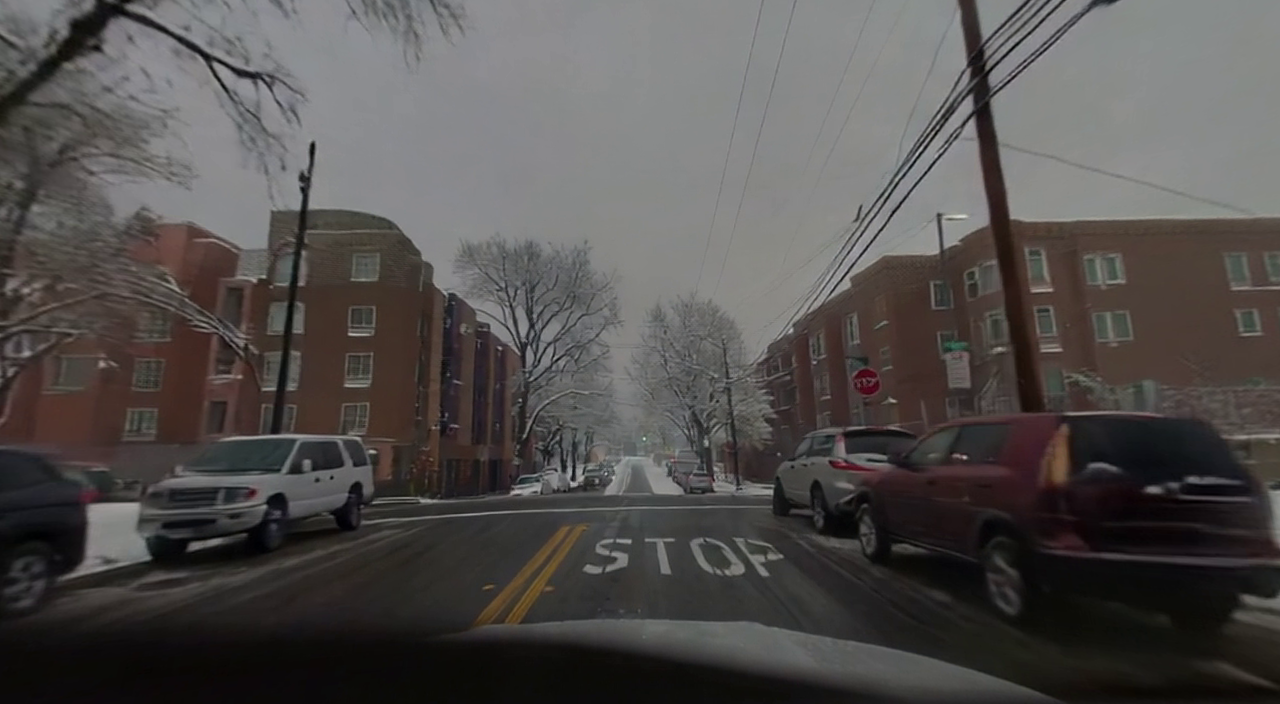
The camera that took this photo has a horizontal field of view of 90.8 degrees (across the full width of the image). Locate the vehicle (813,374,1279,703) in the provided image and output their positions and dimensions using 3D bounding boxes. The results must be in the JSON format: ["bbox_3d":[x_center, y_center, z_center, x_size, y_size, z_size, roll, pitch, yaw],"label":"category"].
[{"bbox_3d":[3.341,1.291,5.417,2.154,1.699,4.591,0,-8,-4],"label":"vehicle"}]

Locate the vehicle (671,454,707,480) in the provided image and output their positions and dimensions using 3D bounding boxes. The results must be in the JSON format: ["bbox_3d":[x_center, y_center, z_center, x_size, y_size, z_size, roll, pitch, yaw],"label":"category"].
[{"bbox_3d":[3.383,8.052,44.425,2.051,1.526,4.673,0,-7,-2],"label":"vehicle"}]

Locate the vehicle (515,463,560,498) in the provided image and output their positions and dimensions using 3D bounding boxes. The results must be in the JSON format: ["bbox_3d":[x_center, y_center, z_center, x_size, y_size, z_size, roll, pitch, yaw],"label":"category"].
[{"bbox_3d":[-5.887,7.427,36.797,1.987,1.662,4.141,-2,-8,-1],"label":"vehicle"}]

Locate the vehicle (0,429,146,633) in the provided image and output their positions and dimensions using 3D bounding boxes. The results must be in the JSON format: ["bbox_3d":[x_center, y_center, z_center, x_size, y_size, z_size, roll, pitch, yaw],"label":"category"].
[{"bbox_3d":[-6.283,1.396,4.460,2.069,1.647,4.359,-2,-8,0],"label":"vehicle"}]

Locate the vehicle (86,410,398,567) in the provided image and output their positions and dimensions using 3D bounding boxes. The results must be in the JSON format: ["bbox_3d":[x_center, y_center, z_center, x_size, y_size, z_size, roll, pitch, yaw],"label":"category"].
[{"bbox_3d":[-6.120,2.204,10.752,2.076,1.913,5.060,-3,-10,-1],"label":"vehicle"}]
